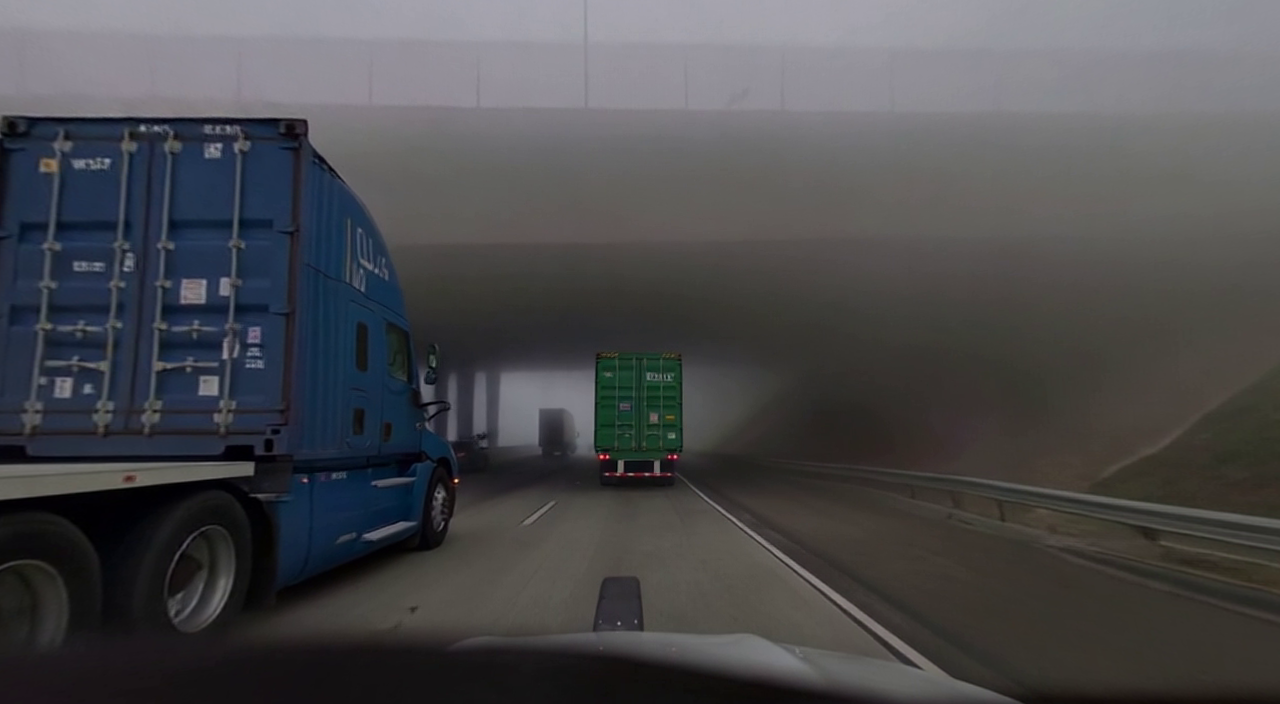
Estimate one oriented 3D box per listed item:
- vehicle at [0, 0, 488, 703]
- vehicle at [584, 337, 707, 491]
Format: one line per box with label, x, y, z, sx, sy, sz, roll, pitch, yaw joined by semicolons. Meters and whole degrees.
vehicle;-3.646;0.042;4.889;3.187;3.949;6.963;0;-9;0
vehicle;0.011;2.237;21.215;3.357;4.212;7.519;0;-9;-2
